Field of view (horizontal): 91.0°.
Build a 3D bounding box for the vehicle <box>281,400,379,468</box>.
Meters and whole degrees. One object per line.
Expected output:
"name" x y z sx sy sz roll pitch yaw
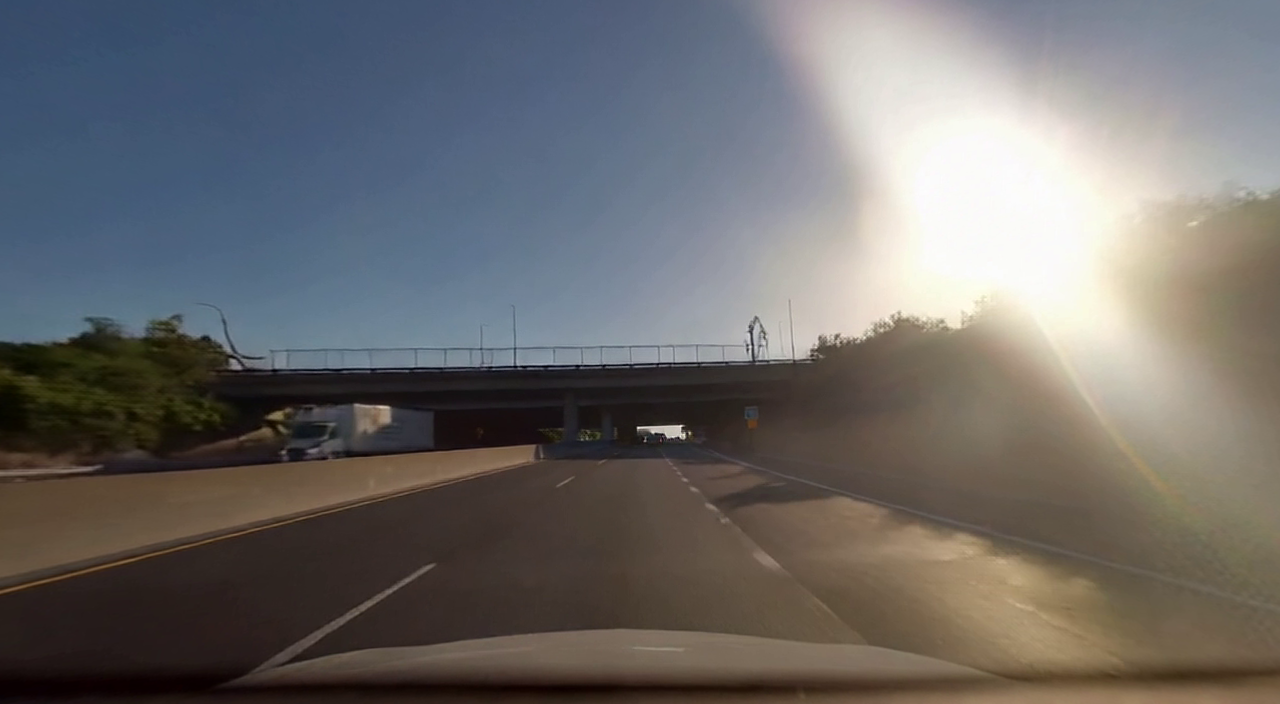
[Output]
"vehicle" -19.721 5.286 40.538 3.081 3.974 6.075 0 -8 1
